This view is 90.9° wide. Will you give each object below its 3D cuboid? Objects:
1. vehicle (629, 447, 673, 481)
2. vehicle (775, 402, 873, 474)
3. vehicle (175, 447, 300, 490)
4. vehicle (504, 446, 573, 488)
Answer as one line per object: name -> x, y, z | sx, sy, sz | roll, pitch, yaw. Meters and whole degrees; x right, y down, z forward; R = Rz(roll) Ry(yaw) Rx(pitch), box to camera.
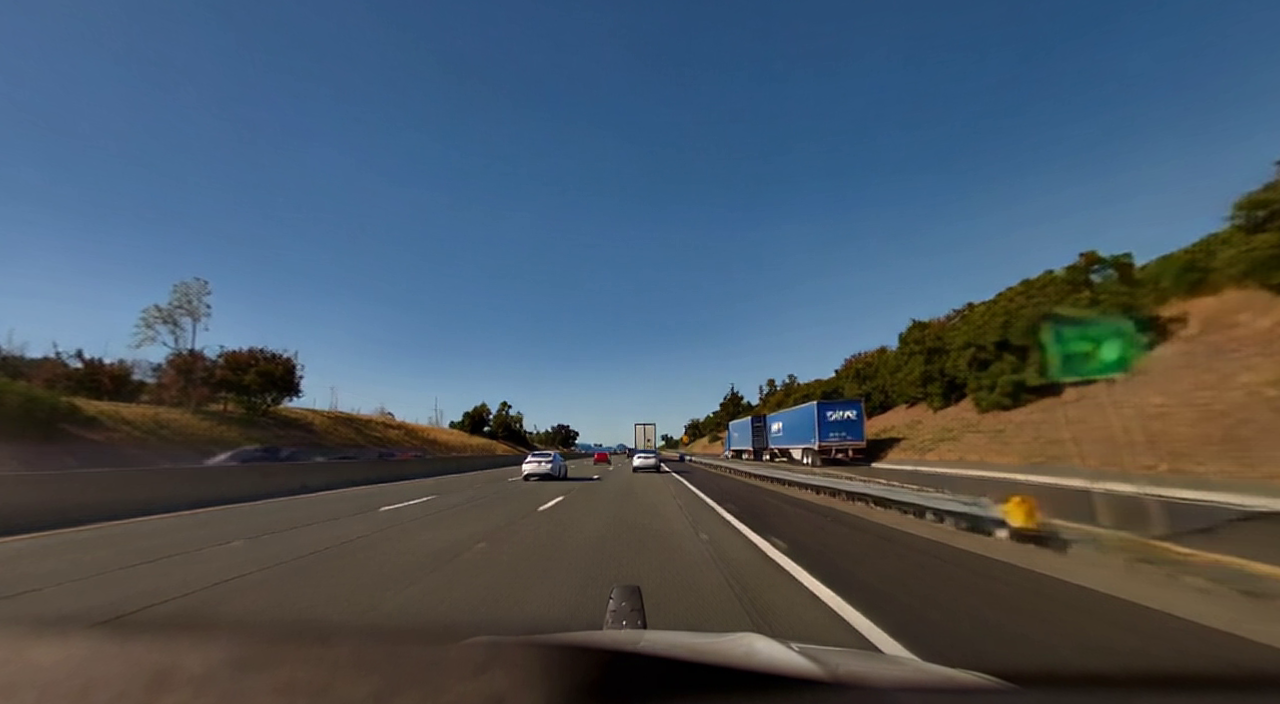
vehicle -> 0.486, 5.313, 30.108 | 1.991, 1.507, 3.391 | 0, -9, -1
vehicle -> 11.993, 5.990, 42.954 | 2.926, 4.094, 13.856 | 0, -9, 2
vehicle -> -15.949, 4.620, 25.320 | 1.952, 1.573, 4.568 | 0, -9, 0
vehicle -> -3.978, 4.603, 25.533 | 2.018, 1.504, 4.431 | 0, -9, 1
